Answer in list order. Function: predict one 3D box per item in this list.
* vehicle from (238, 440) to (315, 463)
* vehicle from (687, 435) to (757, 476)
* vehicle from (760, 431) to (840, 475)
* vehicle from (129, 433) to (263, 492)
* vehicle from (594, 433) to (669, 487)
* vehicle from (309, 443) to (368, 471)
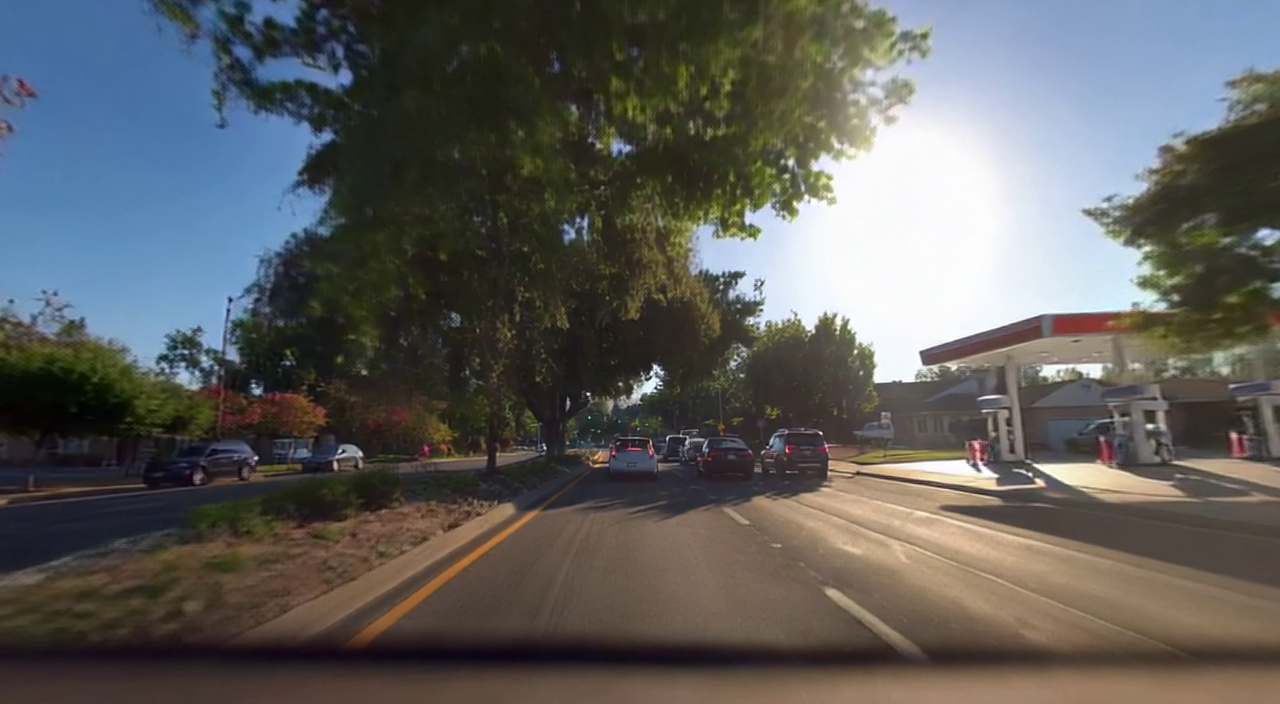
[{"bbox_3d":[-28.403,7.776,49.476,4.699,1.775,2.007,0,-9,0],"label":"vehicle"},{"bbox_3d":[3.200,4.166,25.607,2.124,1.476,4.730,0,-9,-1],"label":"vehicle"},{"bbox_3d":[6.893,4.411,27.820,2.117,1.757,4.969,0,-8,-1],"label":"vehicle"},{"bbox_3d":[-19.113,4.687,27.607,2.222,2.141,5.390,-1,-6,-3],"label":"vehicle"},{"bbox_3d":[-0.226,3.267,19.346,2.052,1.488,3.779,0,-8,0],"label":"vehicle"},{"bbox_3d":[-19.508,6.801,41.093,1.903,1.706,3.994,0,-8,-1],"label":"vehicle"}]
